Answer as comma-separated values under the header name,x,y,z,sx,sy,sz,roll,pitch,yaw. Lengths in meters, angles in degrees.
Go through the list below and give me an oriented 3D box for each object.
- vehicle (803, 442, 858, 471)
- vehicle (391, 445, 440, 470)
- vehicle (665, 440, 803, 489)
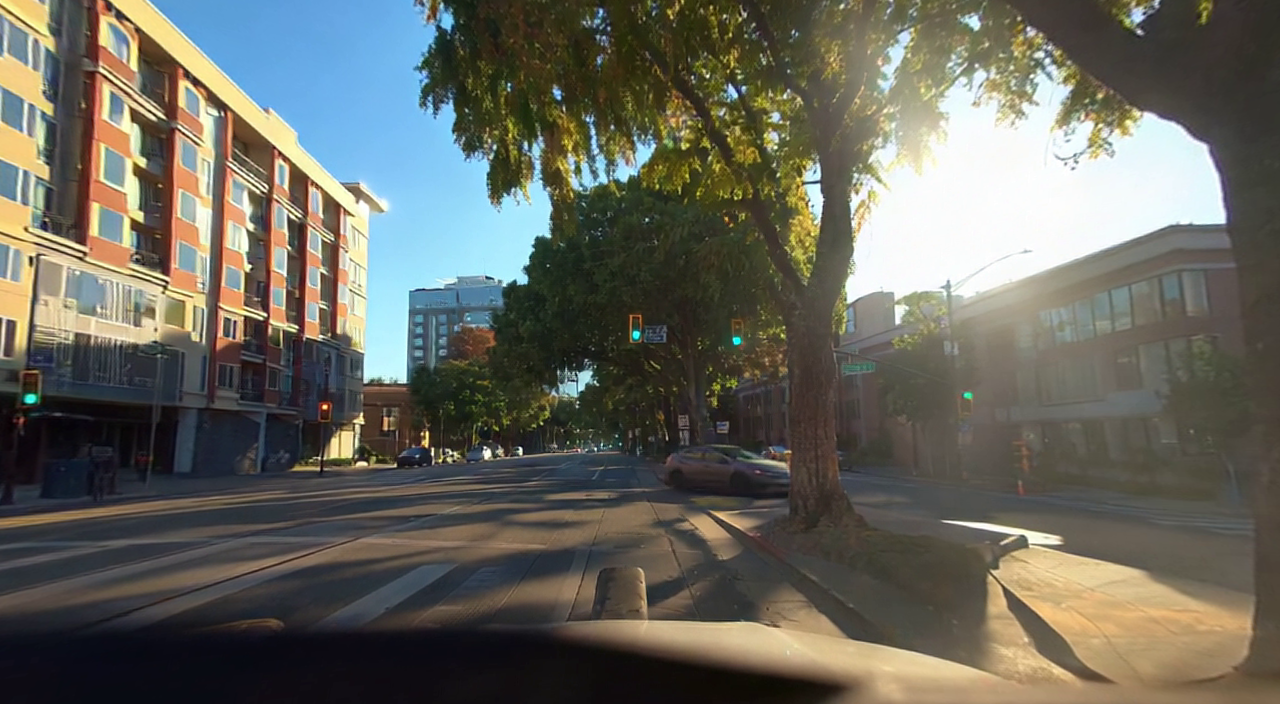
name,x,y,z,sx,sy,sz,roll,pitch,yaw
vehicle,13.065,7.168,43.724,2.181,1.876,4.723,0,-8,-2
vehicle,-16.480,7.776,46.668,2.075,1.708,4.335,0,-8,-1
vehicle,3.041,3.754,21.490,1.933,1.460,4.683,6,-10,-34
